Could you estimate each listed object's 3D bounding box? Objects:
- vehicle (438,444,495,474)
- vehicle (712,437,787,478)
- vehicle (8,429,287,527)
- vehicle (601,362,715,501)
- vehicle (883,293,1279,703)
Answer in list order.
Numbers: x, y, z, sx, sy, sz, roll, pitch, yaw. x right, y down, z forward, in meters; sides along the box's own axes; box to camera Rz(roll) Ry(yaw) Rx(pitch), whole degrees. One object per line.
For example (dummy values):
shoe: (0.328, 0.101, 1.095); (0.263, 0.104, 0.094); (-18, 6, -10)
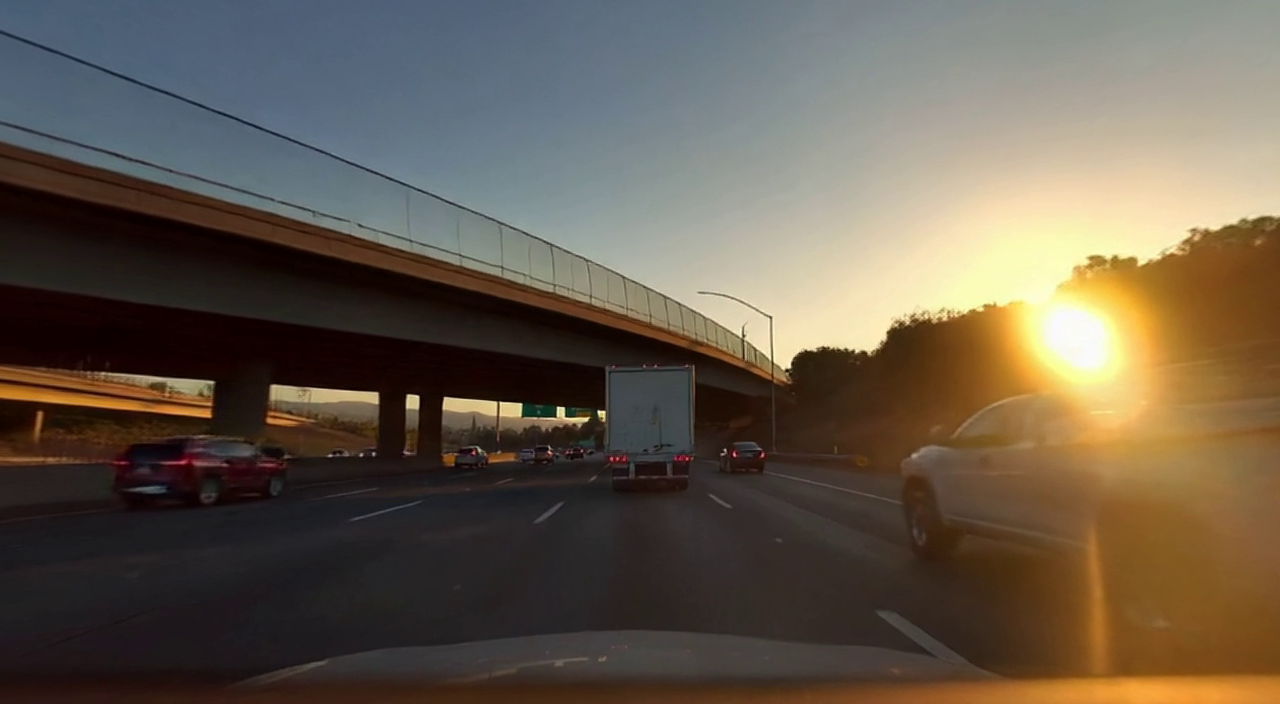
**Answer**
vehicle: (-11.029, 6.816, 40.534); (2.217, 1.797, 5.226); (0, -9, -1)
vehicle: (4.427, 4.358, 26.328); (2.108, 1.508, 4.744); (0, -9, -2)
vehicle: (-10.412, 2.679, 14.080); (2.119, 1.747, 5.121); (0, -9, -1)
vehicle: (0.236, 2.845, 21.734); (2.916, 3.584, 10.841); (0, -9, -2)
vehicle: (4.017, 1.026, 4.913); (2.174, 1.968, 5.016); (0, -9, 0)
